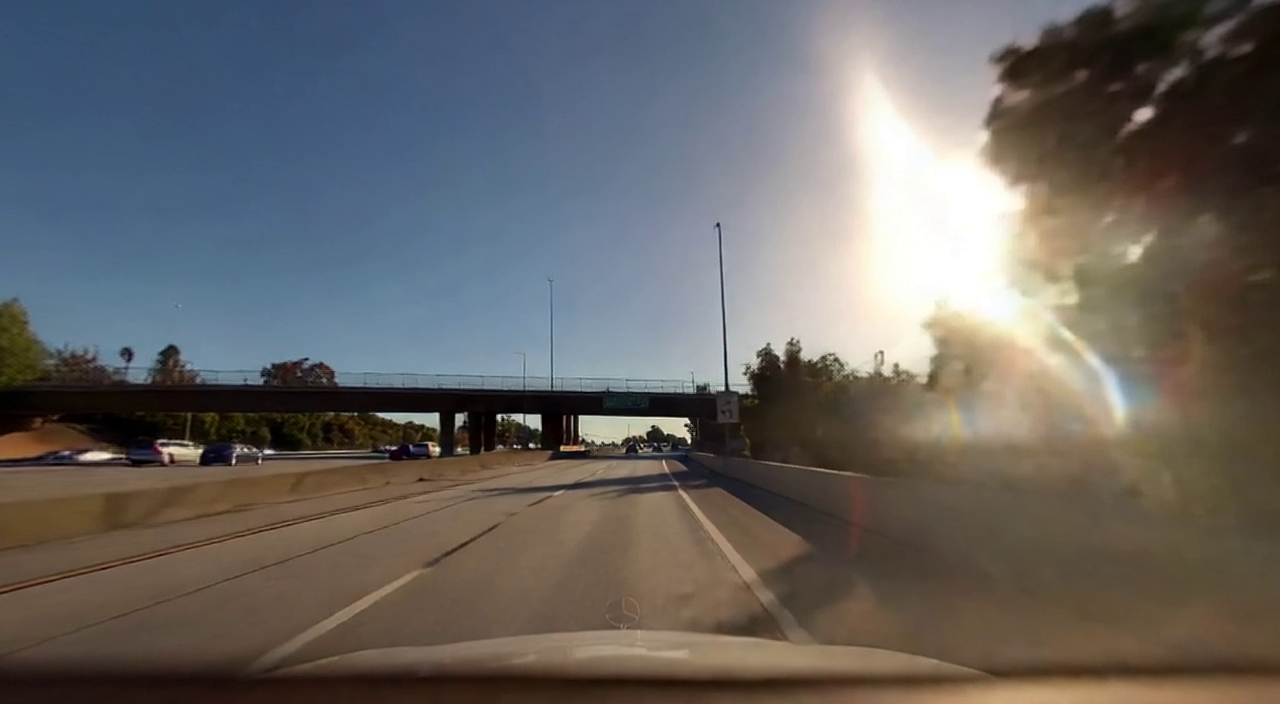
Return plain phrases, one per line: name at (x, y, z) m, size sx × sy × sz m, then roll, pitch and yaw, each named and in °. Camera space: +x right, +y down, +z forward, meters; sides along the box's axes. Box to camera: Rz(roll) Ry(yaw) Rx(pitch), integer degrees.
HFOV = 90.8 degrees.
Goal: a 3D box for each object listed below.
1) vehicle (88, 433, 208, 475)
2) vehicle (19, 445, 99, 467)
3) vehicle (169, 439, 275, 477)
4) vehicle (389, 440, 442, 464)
vehicle at (-22.107, 4.590, 28.664) m, size 2.049 × 1.718 × 4.445 m, roll 1°, pitch -8°, yaw -5°
vehicle at (-45.028, 8.017, 49.117) m, size 2.095 × 1.593 × 4.577 m, roll 0°, pitch -8°, yaw -4°
vehicle at (-18.124, 4.585, 27.693) m, size 1.829 × 1.520 × 4.505 m, roll 1°, pitch -8°, yaw -5°
vehicle at (-15.027, 6.697, 42.517) m, size 2.271 × 1.537 × 4.029 m, roll 0°, pitch -8°, yaw -3°
